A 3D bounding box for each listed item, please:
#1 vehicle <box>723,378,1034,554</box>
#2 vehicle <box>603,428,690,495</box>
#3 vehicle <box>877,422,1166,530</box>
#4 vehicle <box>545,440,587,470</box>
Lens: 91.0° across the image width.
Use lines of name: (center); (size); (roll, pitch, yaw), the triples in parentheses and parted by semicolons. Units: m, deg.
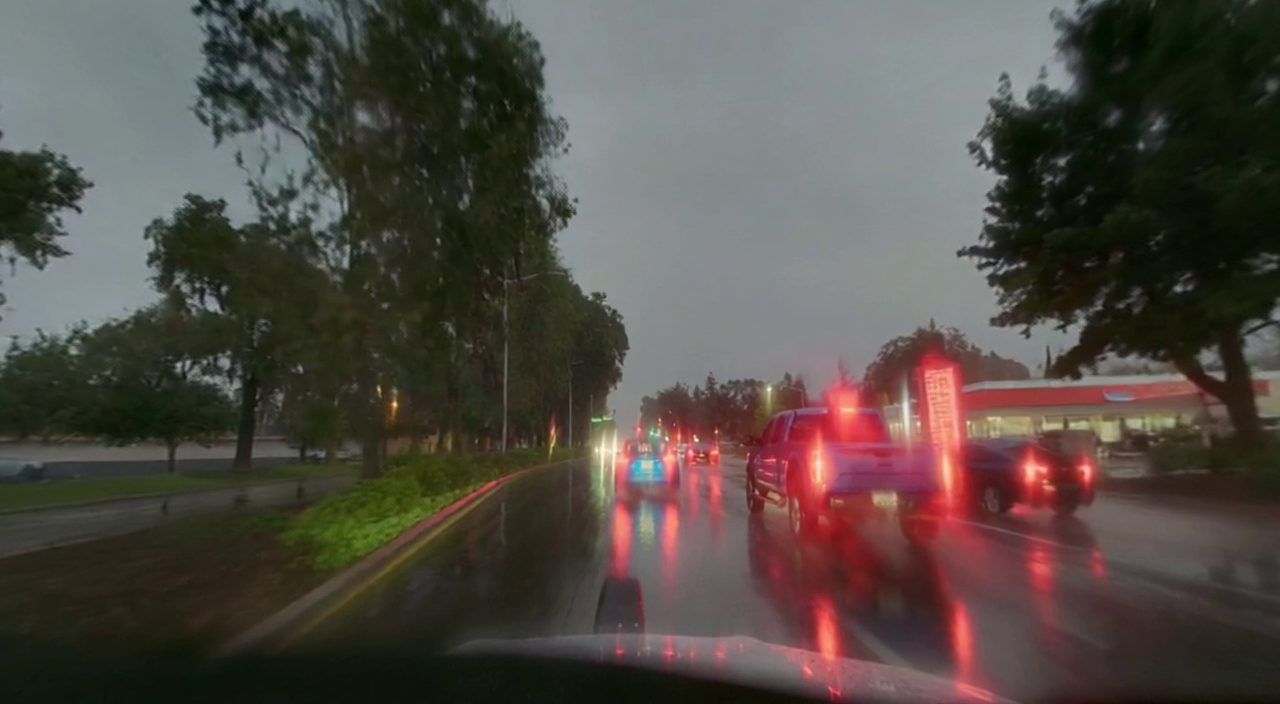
vehicle: (3.272, 1.817, 10.670); (2.731, 2.101, 6.047); (0, -9, -2)
vehicle: (0.134, 3.017, 17.614); (2.145, 1.650, 4.021); (0, -9, -1)
vehicle: (6.690, 2.234, 12.029); (2.349, 1.600, 5.066); (0, -8, 0)
vehicle: (-3.799, 5.342, 32.814); (1.960, 1.475, 4.161); (1, -9, -4)
